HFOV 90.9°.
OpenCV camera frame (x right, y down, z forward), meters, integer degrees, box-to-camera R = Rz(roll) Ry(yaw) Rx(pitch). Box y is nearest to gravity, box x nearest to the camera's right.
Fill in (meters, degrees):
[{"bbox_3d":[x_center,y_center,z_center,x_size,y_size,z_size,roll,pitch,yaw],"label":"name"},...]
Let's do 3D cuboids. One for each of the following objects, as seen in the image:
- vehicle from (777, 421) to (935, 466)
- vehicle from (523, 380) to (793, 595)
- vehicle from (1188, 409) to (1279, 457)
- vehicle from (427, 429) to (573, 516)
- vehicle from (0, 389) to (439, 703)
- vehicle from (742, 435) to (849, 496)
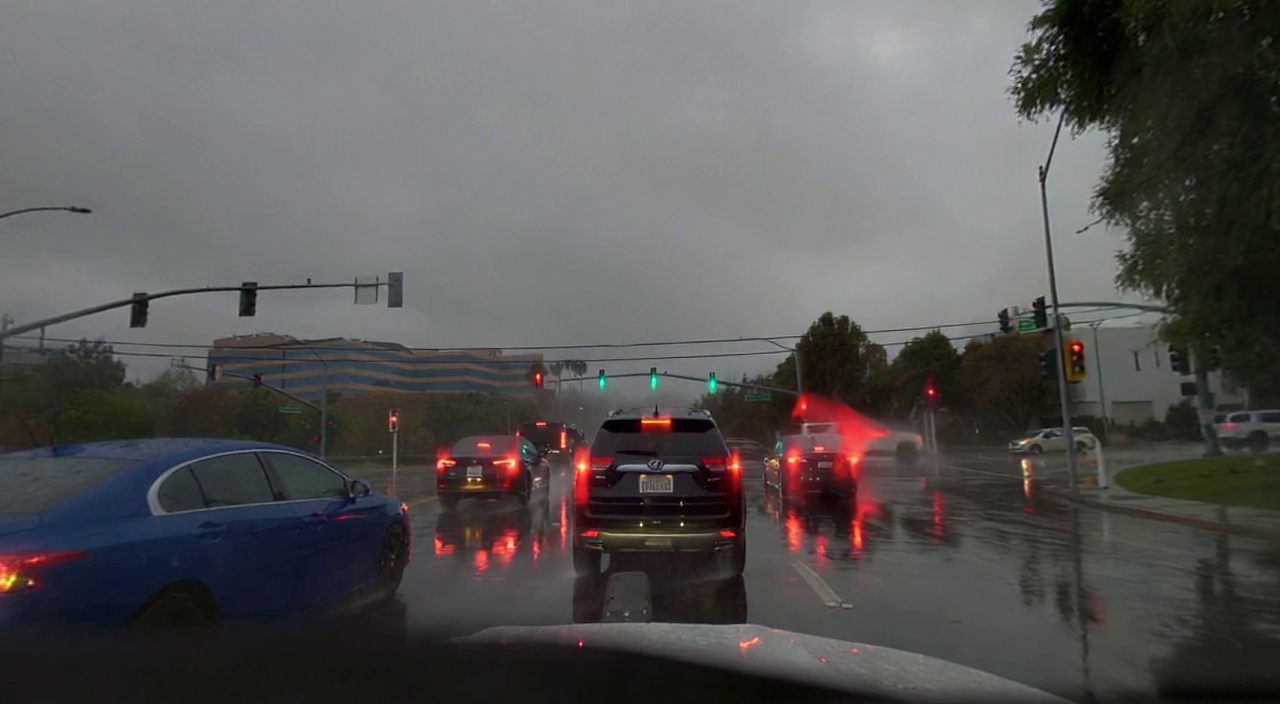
[{"bbox_3d":[10.442,4.419,30.712,6.879,1.984,2.808,-3,-8,22],"label":"vehicle"},{"bbox_3d":[0.205,1.466,7.644,2.300,1.832,4.331,0,-8,1],"label":"vehicle"},{"bbox_3d":[28.037,3.538,27.660,5.539,2.007,2.154,-2,-9,7],"label":"vehicle"},{"bbox_3d":[-2.680,2.398,13.083,1.851,1.502,4.042,0,-8,4],"label":"vehicle"},{"bbox_3d":[-3.218,1.201,4.433,1.958,1.494,4.624,0,-8,2],"label":"vehicle"},{"bbox_3d":[4.099,3.057,17.336,1.979,1.453,4.011,0,-8,1],"label":"vehicle"}]
